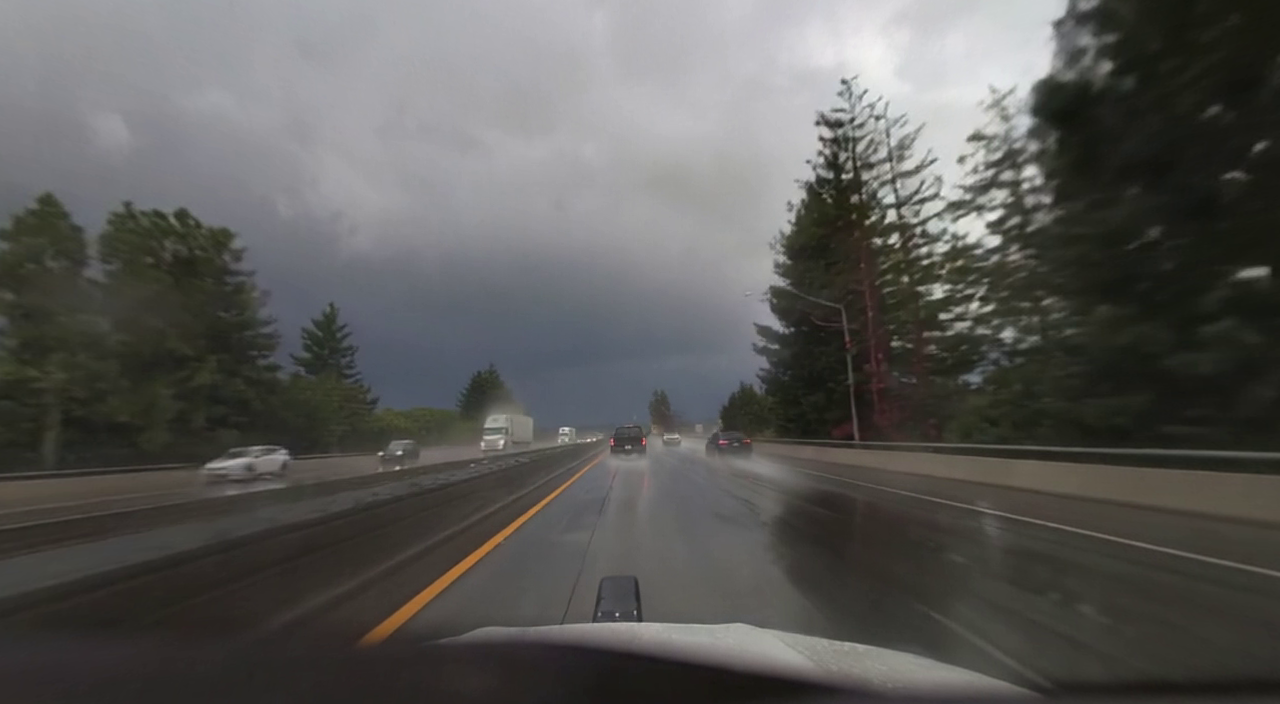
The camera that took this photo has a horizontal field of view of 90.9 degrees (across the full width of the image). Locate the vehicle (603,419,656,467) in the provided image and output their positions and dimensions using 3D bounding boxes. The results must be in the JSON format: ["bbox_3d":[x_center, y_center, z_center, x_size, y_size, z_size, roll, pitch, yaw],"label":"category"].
[{"bbox_3d":[-0.515,4.216,29.359,2.270,2.044,4.633,0,-8,-1],"label":"vehicle"}]

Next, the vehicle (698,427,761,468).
[{"bbox_3d":[3.727,4.040,26.875,1.981,1.606,3.956,0,-8,-2],"label":"vehicle"}]

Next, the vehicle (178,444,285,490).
[{"bbox_3d":[-15.178,4.244,23.641,1.764,1.465,3.584,-1,-8,-3],"label":"vehicle"}]

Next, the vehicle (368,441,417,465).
[{"bbox_3d":[-17.120,7.013,43.780,1.859,1.540,4.165,0,-8,-2],"label":"vehicle"}]
